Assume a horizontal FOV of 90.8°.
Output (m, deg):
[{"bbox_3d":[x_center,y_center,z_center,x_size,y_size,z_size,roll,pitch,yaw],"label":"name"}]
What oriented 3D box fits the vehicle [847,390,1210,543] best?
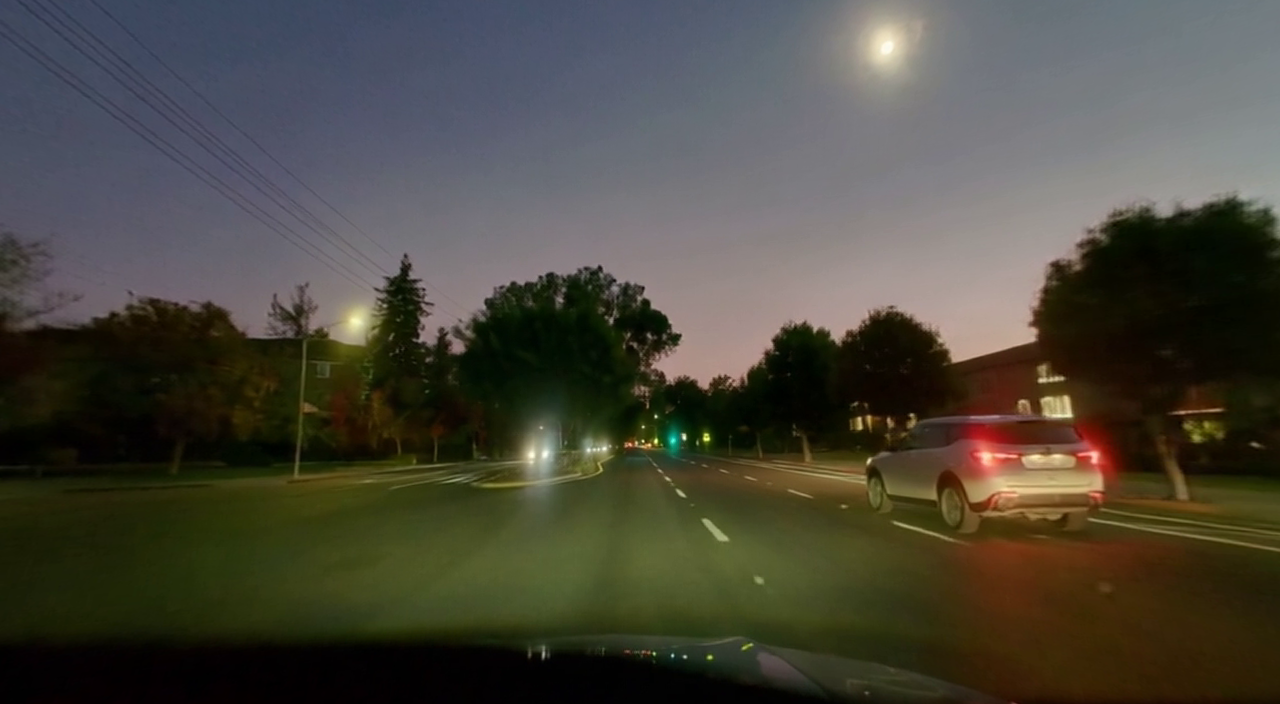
[{"bbox_3d":[6.034,1.935,11.278,2.493,1.956,6.125,0,-9,-1],"label":"vehicle"}]
